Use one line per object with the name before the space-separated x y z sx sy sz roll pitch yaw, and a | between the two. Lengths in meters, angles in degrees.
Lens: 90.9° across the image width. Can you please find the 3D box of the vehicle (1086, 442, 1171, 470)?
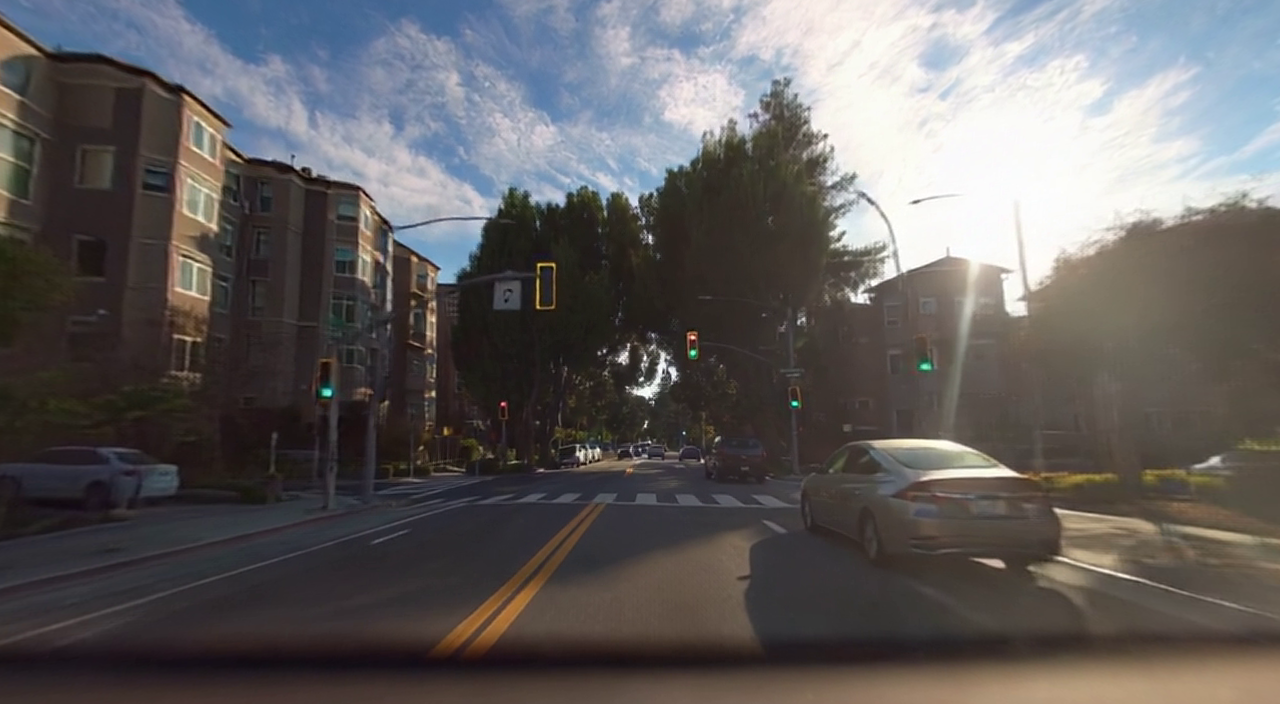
vehicle | 28.732 6.121 37.223 1.698 1.477 3.735 -2 -9 -6

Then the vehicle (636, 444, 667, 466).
vehicle | 0.776 7.352 45.092 2.097 1.463 4.043 0 -8 0

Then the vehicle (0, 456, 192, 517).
vehicle | -15.355 3.624 17.244 4.727 1.483 2.002 -1 -8 4

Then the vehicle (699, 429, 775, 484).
vehicle | 3.564 3.960 24.045 2.199 1.872 4.513 0 -8 0

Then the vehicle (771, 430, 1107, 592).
vehicle | 3.294 1.839 8.308 2.078 1.488 4.741 0 -8 0
